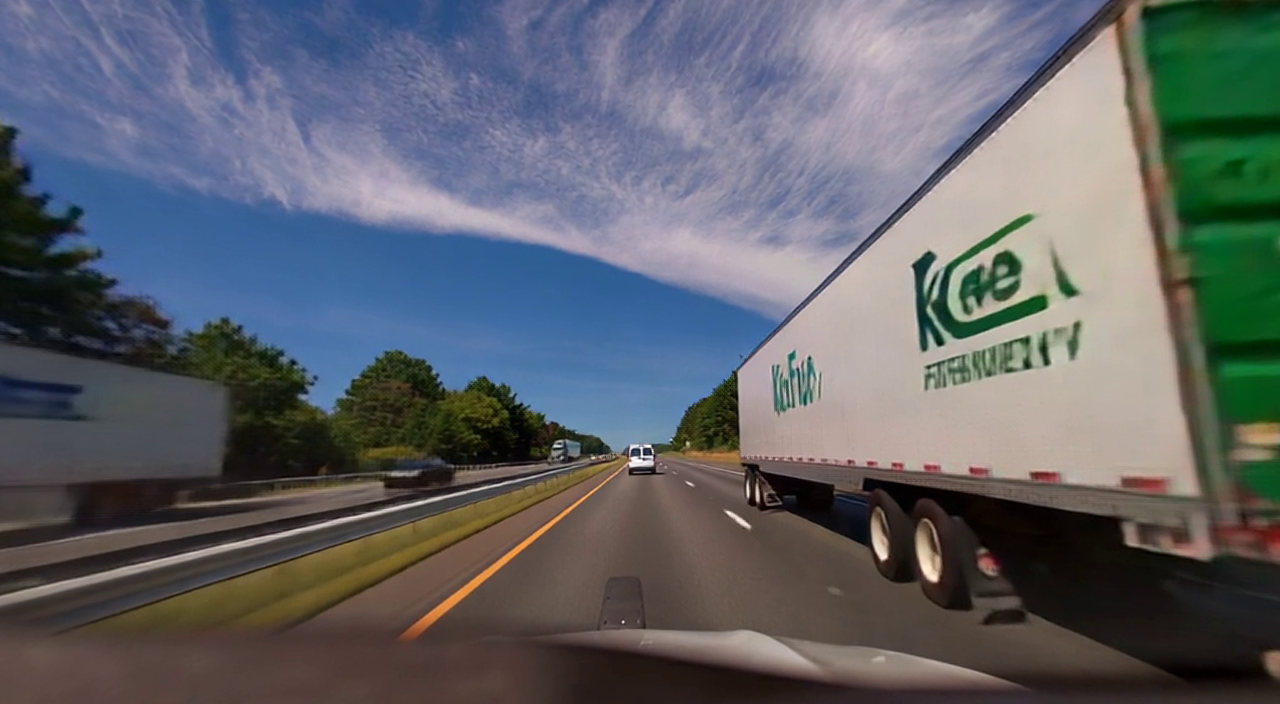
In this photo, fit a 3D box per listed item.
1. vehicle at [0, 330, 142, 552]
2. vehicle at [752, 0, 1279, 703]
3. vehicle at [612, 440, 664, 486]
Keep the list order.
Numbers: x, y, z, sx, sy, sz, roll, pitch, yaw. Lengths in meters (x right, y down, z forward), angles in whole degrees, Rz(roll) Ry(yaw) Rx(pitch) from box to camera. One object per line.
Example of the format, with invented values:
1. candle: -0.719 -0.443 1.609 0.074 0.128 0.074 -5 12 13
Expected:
1. vehicle: -13.386 1.036 7.816 3.256 4.016 13.586 0 -9 0
2. vehicle: 4.367 0.794 9.400 3.030 3.985 12.707 0 -9 0
3. vehicle: -0.090 4.874 27.850 2.105 1.865 4.102 0 -9 0
